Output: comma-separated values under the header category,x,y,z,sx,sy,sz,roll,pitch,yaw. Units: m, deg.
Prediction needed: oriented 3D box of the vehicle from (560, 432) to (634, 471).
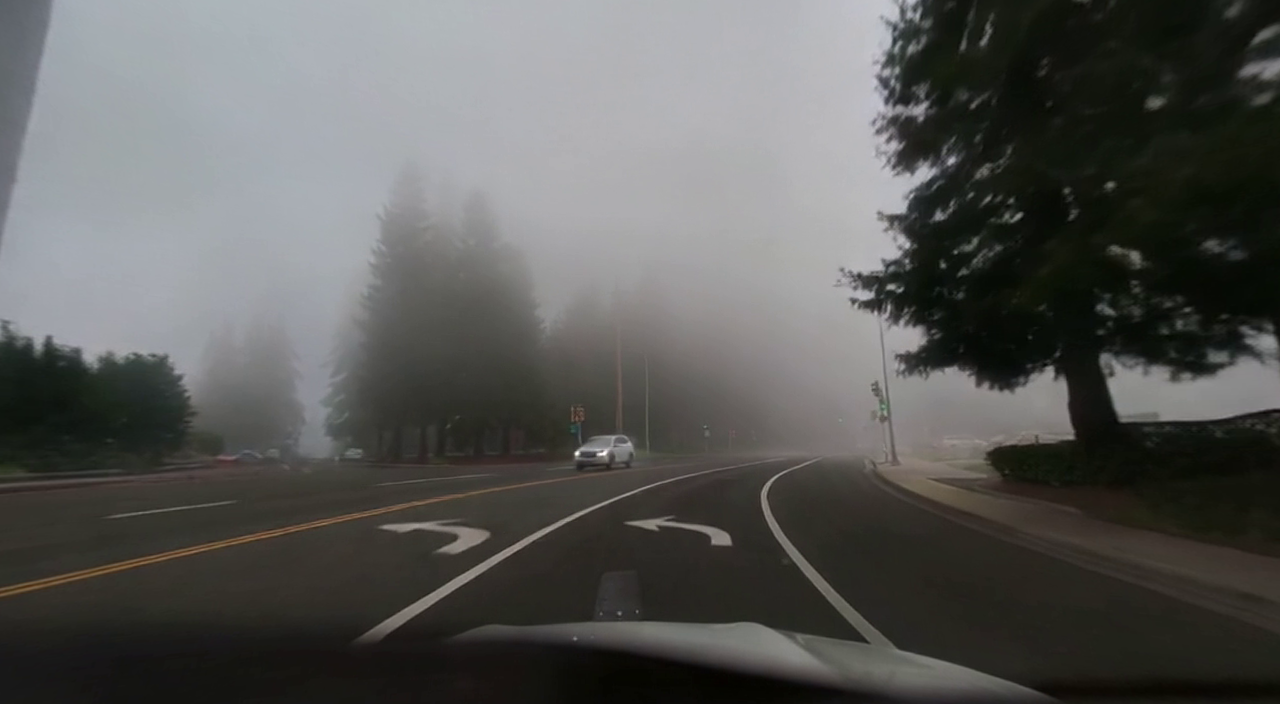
category,x,y,z,sx,sy,sz,roll,pitch,yaw
vehicle,-1.937,4.718,30.115,2.117,1.683,4.565,-3,-9,16
